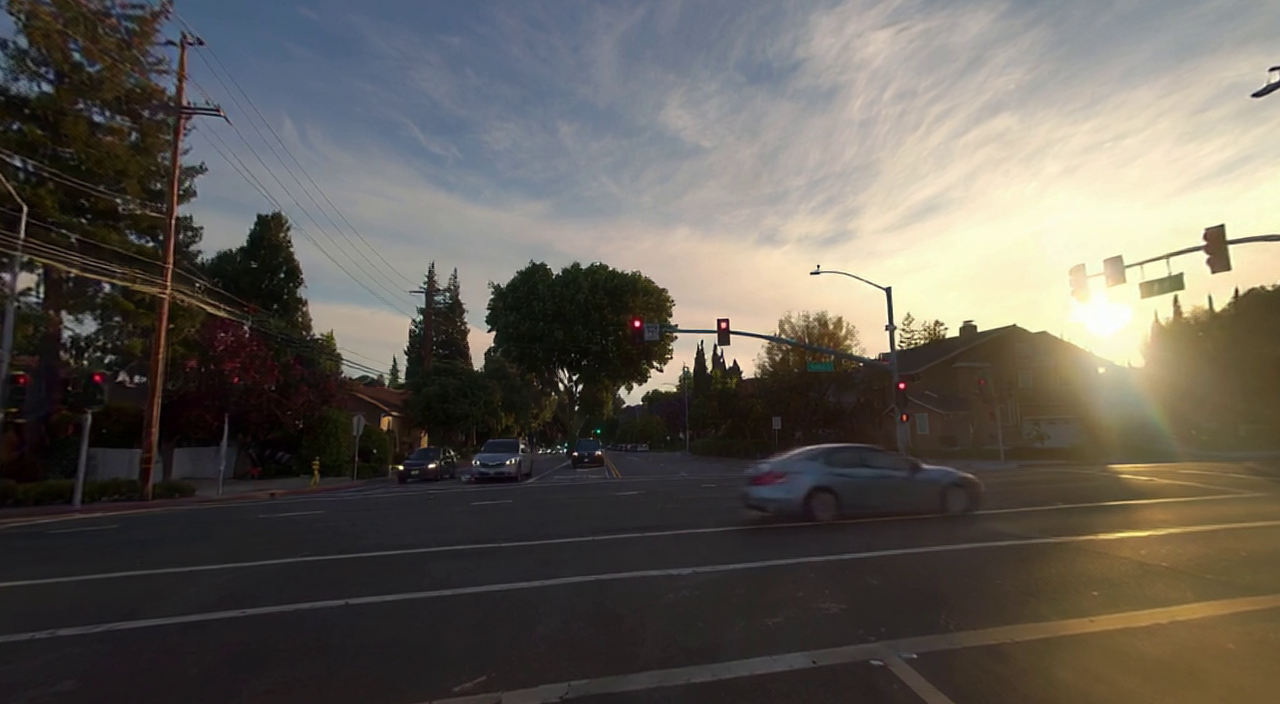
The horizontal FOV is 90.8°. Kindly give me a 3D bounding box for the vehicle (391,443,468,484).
[{"bbox_3d":[-10.179,5.401,30.982,2.241,1.819,4.690,0,-9,-1],"label":"vehicle"}]

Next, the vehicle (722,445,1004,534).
[{"bbox_3d":[4.036,2.441,11.748,4.443,1.367,2.197,2,-9,-16],"label":"vehicle"}]

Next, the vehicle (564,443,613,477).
[{"bbox_3d":[-2.425,5.231,30.930,2.174,1.477,4.805,0,-9,-2],"label":"vehicle"}]

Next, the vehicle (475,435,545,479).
[{"bbox_3d":[-6.400,5.246,31.777,2.479,1.977,5.254,0,-9,-1],"label":"vehicle"}]
